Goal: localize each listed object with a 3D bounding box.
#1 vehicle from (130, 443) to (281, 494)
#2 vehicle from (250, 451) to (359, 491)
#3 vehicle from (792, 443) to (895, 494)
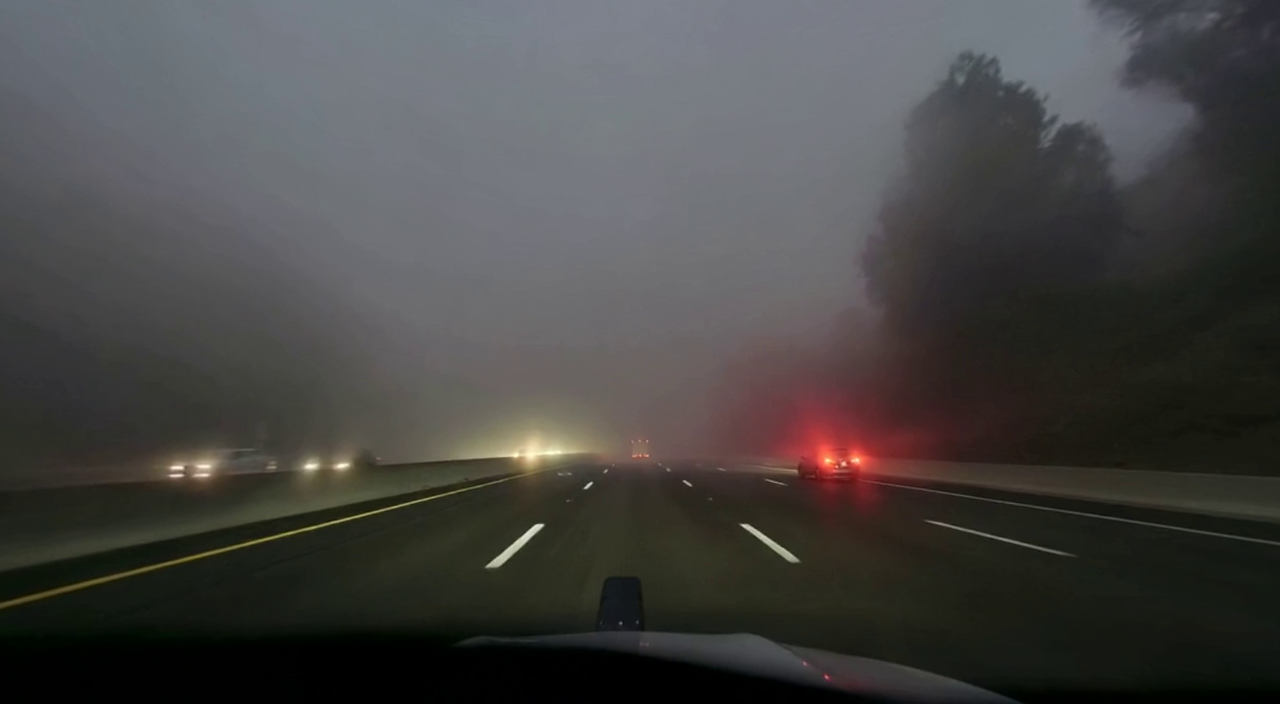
[{"bbox_3d":[-18.351,4.924,27.102,2.382,1.912,5.699,0,-9,1],"label":"vehicle"},{"bbox_3d":[-14.402,5.101,27.437,2.153,1.568,4.661,0,-9,0],"label":"vehicle"},{"bbox_3d":[6.607,3.818,20.963,1.976,1.495,4.217,0,-9,-1],"label":"vehicle"}]
